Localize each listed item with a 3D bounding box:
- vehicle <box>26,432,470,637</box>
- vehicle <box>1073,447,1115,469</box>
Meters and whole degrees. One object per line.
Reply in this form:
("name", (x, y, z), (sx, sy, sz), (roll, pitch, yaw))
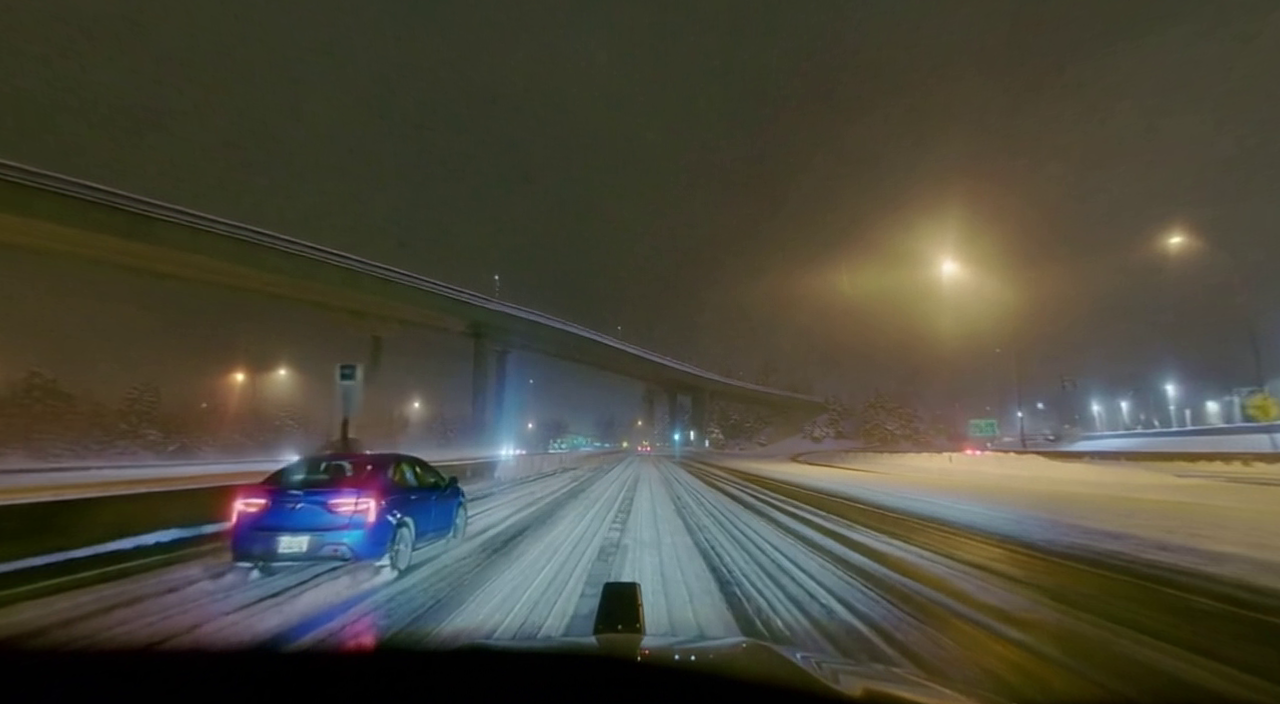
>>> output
("vehicle", (-3.474, 1.662, 6.783), (2.044, 1.478, 4.114), (0, -9, 1))
("vehicle", (35.258, 8.178, 48.884), (2.090, 1.623, 4.125), (-7, -11, 41))
